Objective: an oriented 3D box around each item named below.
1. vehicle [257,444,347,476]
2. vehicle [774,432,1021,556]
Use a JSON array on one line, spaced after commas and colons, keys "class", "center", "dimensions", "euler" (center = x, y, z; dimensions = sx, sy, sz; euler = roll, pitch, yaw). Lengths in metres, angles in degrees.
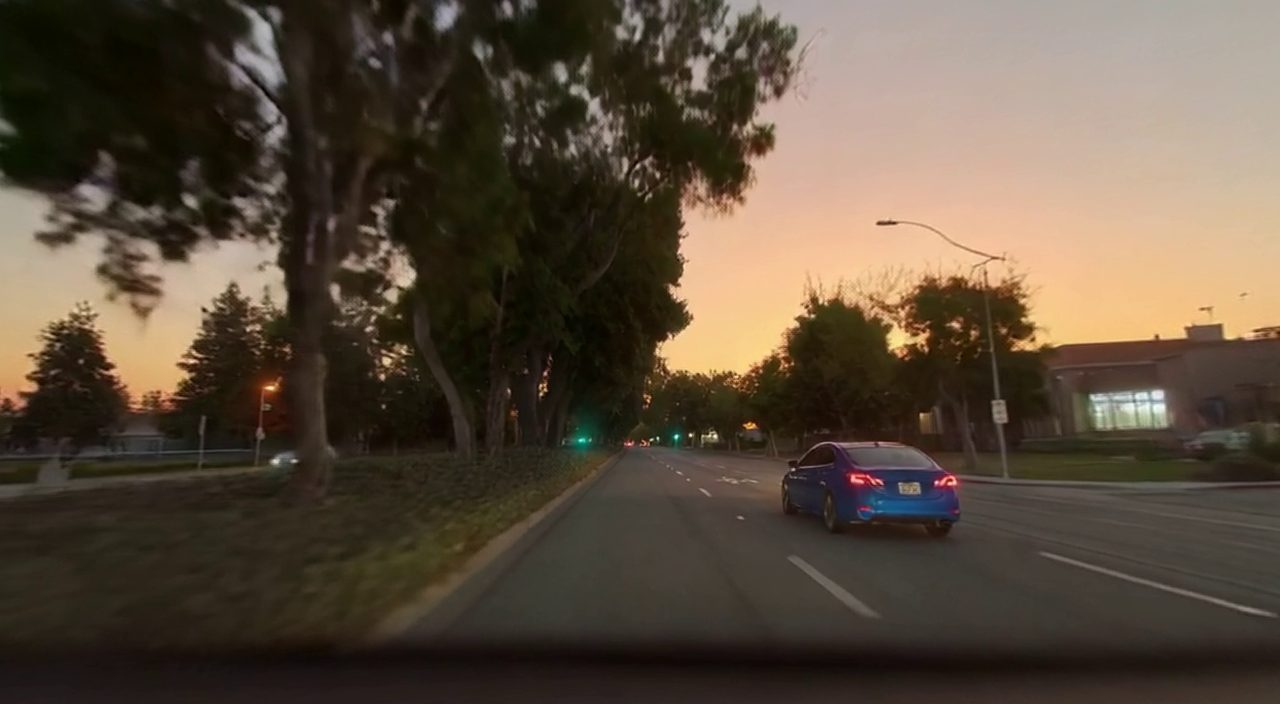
[{"class": "vehicle", "center": [-16.912, 5.403, 31.906], "dimensions": [1.921, 1.466, 4.804], "euler": [0, -8, 0]}, {"class": "vehicle", "center": [3.565, 2.019, 9.795], "dimensions": [1.950, 1.473, 4.259], "euler": [0, -8, -1]}]
